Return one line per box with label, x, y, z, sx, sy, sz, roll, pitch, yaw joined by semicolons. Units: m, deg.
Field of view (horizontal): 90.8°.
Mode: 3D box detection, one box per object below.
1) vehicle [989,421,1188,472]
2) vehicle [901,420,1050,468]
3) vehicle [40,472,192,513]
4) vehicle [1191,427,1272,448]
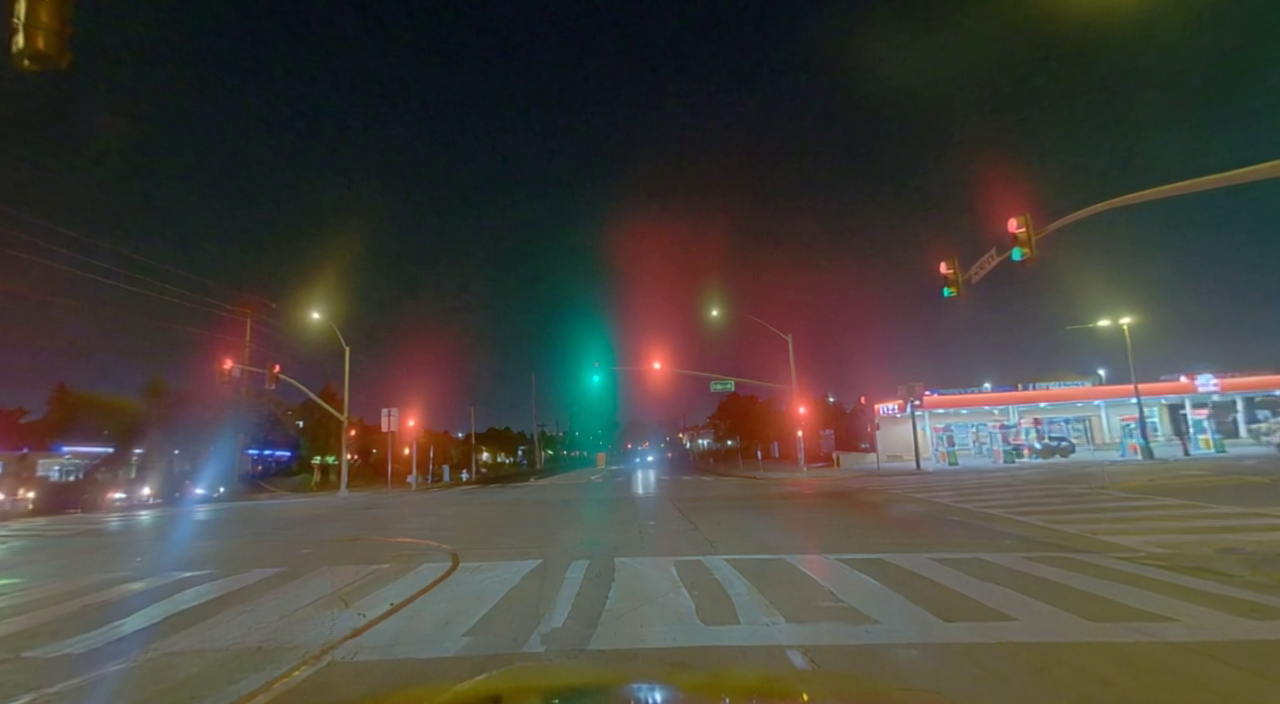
vehicle;14.358;3.097;20.619;4.835;1.487;1.913;-4;-9;20
vehicle;13.023;3.652;24.946;4.916;1.730;1.986;-4;-9;21
vehicle;-21.196;5.679;25.656;4.676;1.463;1.909;-1;-8;6
vehicle;42.046;6.067;44.915;4.347;1.446;1.777;1;-9;-9
